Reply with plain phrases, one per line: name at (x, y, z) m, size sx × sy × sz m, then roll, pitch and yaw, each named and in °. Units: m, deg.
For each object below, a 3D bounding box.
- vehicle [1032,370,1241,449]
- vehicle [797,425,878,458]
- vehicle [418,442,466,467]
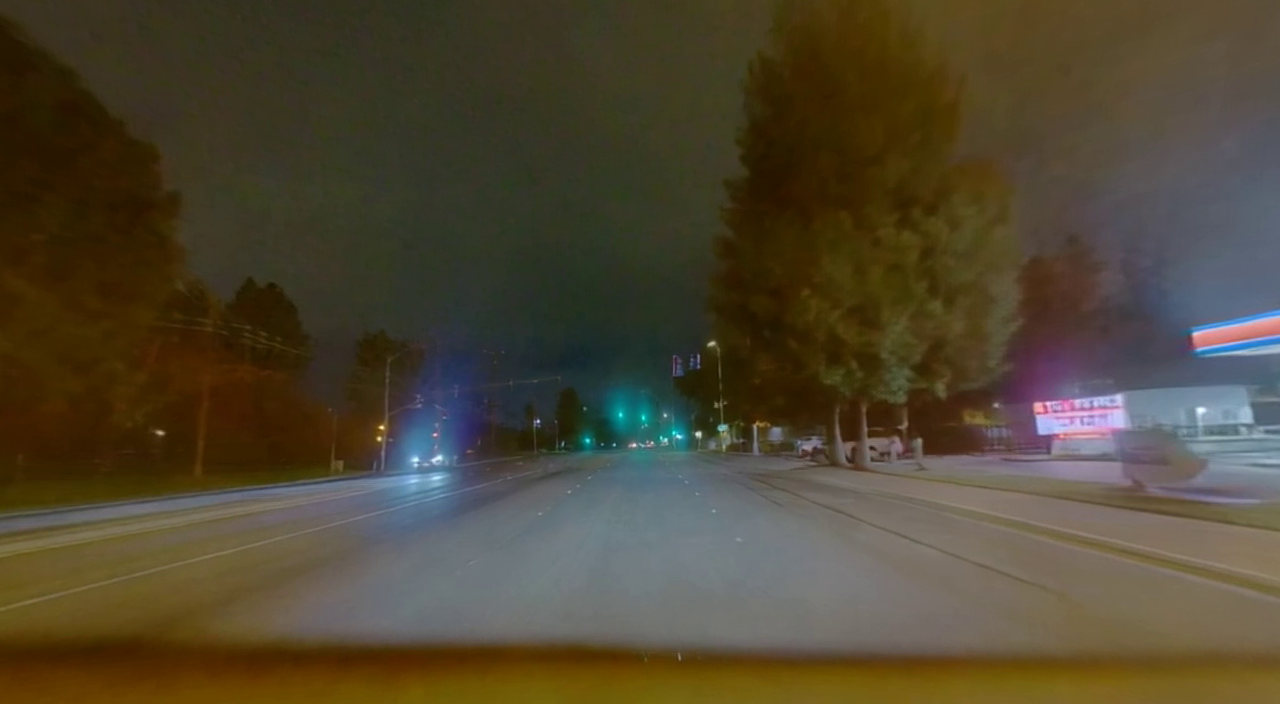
vehicle at (24.350, 2.961, 31.224) m, size 7.750 × 3.426 × 3.178 m, roll 2°, pitch -9°, yaw -4°
vehicle at (13.773, 6.276, 44.199) m, size 4.821 × 1.788 × 2.132 m, roll -5°, pitch -7°, yaw 1°
vehicle at (-15.126, 7.822, 48.344) m, size 2.028 × 1.850 × 4.746 m, roll 0°, pitch -8°, yaw 1°
